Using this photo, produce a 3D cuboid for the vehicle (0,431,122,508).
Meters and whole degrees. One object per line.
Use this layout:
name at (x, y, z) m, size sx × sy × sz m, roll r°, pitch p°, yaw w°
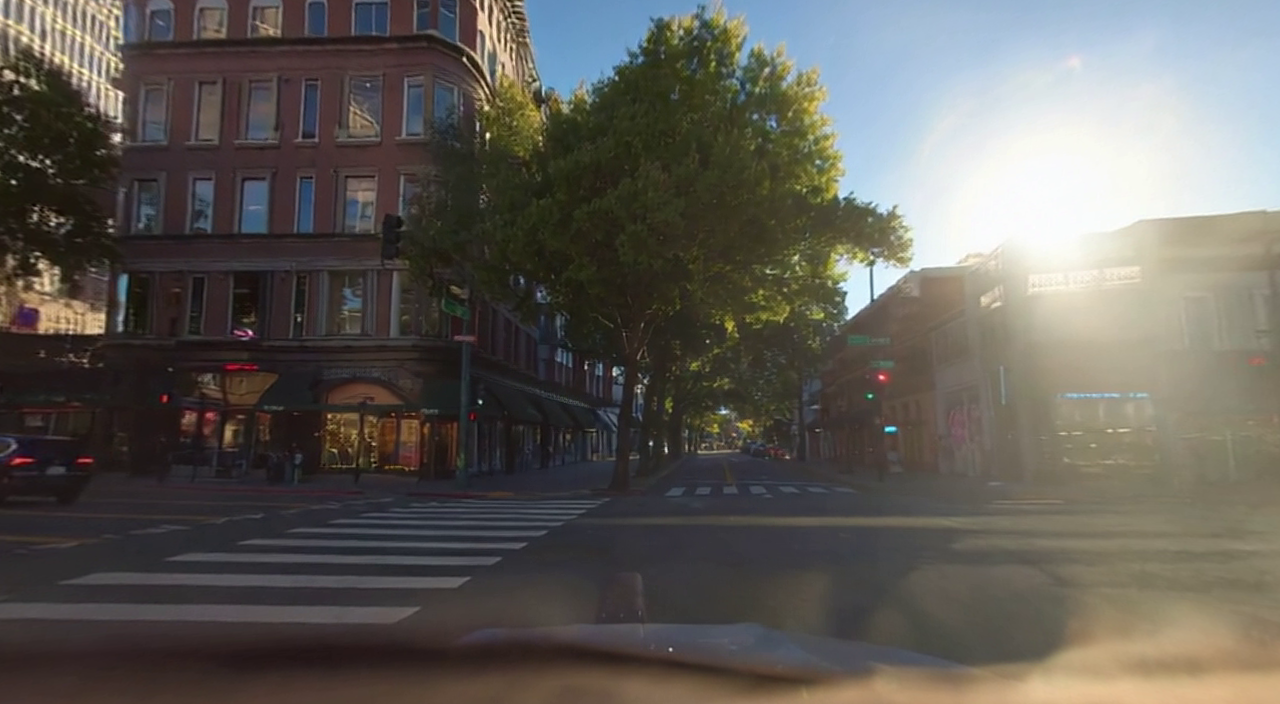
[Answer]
vehicle at (-14.309, 2.515, 13.799) m, size 4.459 × 1.482 × 2.106 m, roll -2°, pitch -9°, yaw 10°
